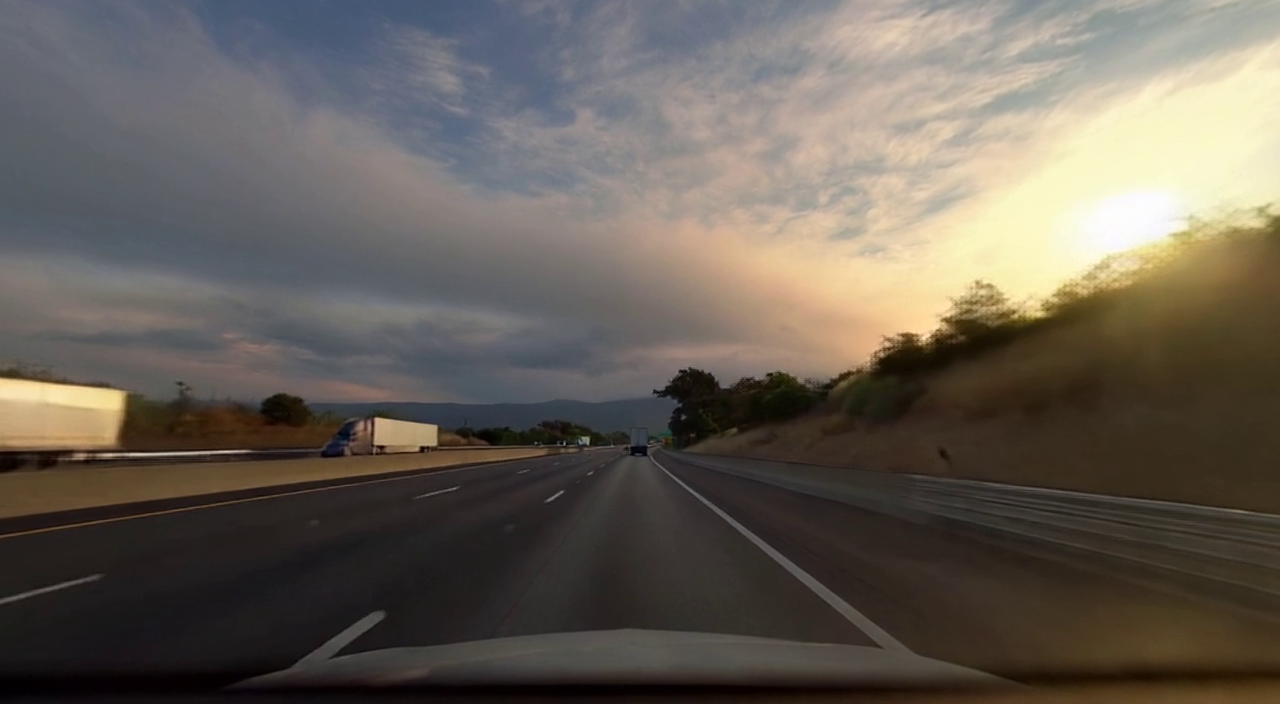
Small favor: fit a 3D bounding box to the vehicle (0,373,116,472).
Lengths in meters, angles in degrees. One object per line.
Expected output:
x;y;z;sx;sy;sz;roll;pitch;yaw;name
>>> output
-25.065;2.316;21.358;3.095;3.605;13.571;0;-9;0;vehicle
